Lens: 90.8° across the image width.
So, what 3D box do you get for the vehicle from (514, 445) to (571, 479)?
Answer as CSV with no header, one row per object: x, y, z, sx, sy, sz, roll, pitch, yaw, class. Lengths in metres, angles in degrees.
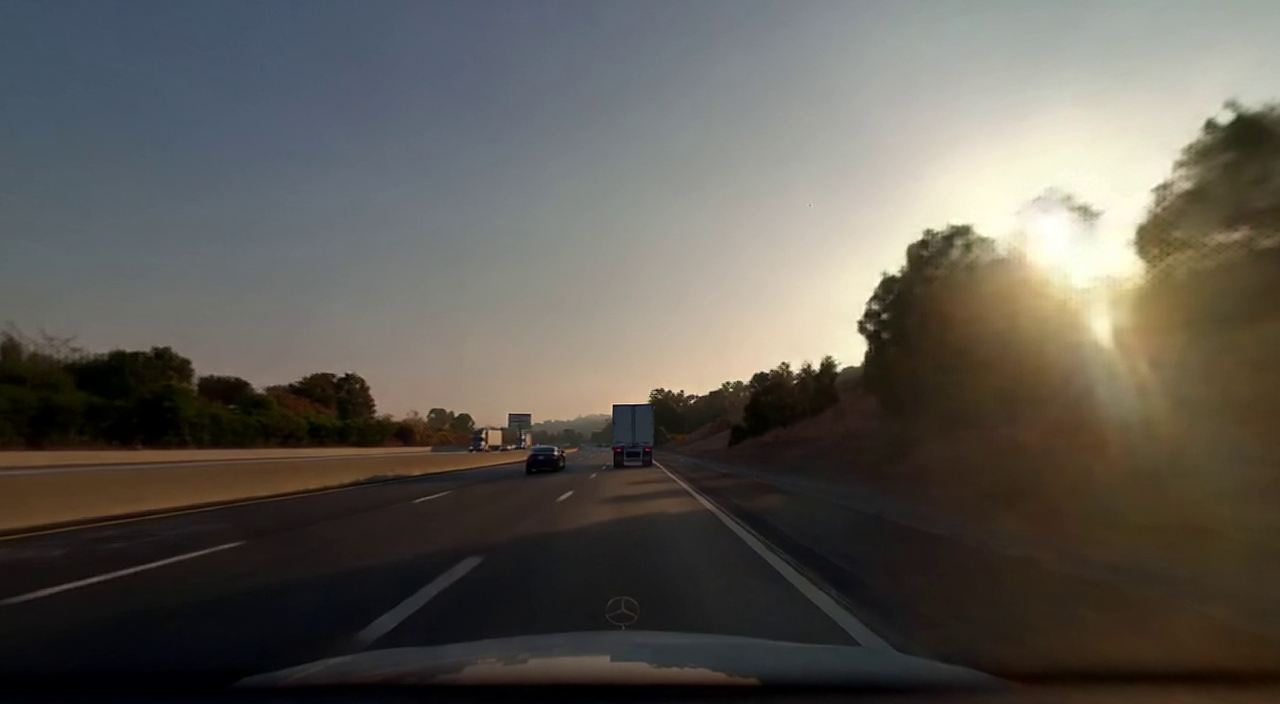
-4.517,5.170,29.949,1.892,1.471,5.047,0,-9,0,vehicle
